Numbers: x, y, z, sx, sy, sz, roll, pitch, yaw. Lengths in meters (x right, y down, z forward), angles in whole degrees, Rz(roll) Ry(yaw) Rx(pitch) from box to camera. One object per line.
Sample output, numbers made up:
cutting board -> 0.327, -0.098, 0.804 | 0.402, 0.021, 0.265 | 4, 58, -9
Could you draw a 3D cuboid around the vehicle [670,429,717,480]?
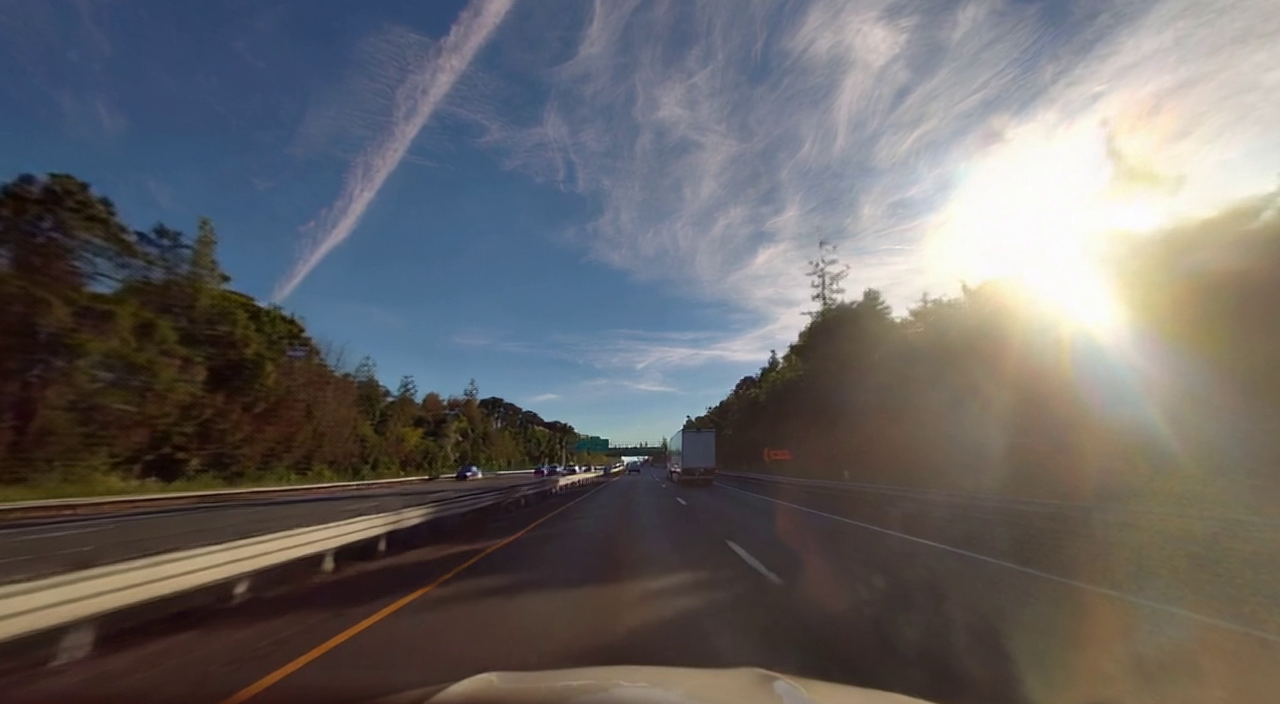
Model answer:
vehicle -> 3.954, 7.787, 47.984 | 2.806, 3.499, 5.698 | -2, -9, -1
